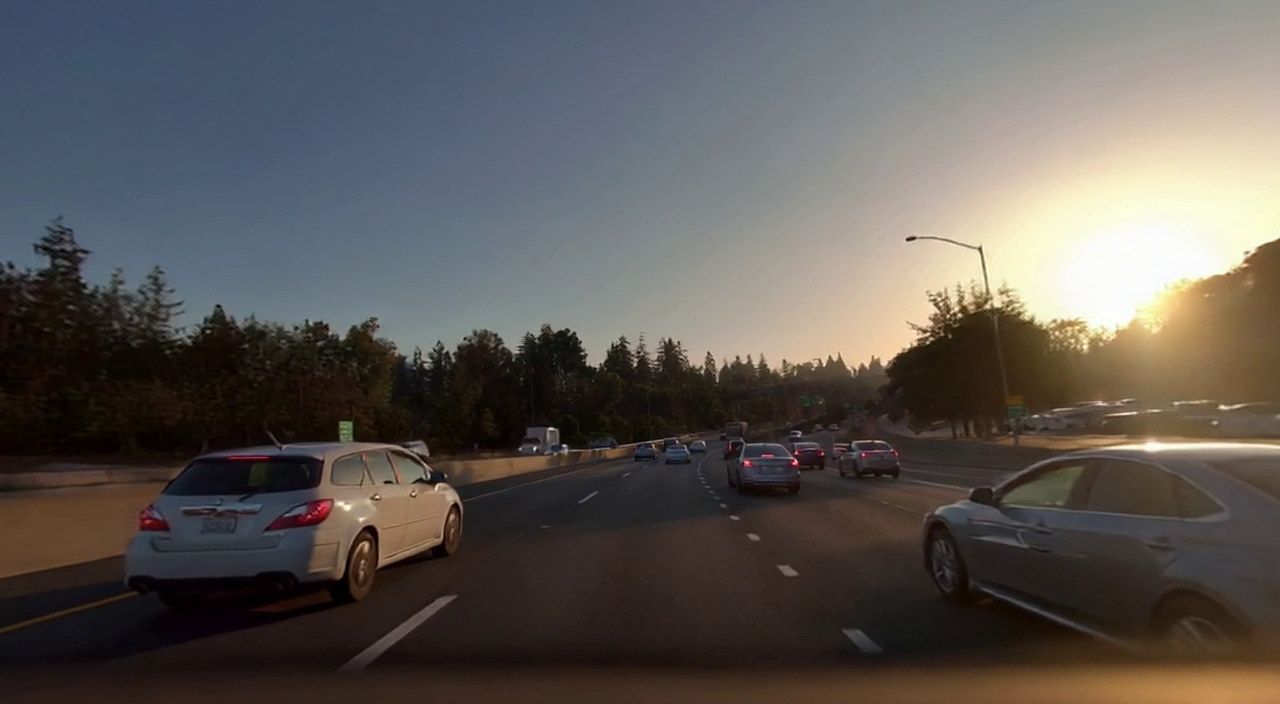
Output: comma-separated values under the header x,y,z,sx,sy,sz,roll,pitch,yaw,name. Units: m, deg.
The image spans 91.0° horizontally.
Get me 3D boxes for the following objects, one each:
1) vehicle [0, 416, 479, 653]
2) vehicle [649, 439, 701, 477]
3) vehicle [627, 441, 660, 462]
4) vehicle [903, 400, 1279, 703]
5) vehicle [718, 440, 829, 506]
x,y,z,sx,sy,sz,roll,pitch,yaw,name
-3.260,1.568,6.503,1.937,1.558,4.469,0,-9,1,vehicle
1.612,4.826,28.811,2.201,1.614,3.803,-1,-9,3,vehicle
0.293,7.713,48.748,2.059,1.516,4.236,-1,-9,7,vehicle
3.410,1.093,3.399,2.014,1.489,4.696,0,-9,1,vehicle
3.335,3.130,16.698,2.009,1.489,4.559,0,-9,1,vehicle
